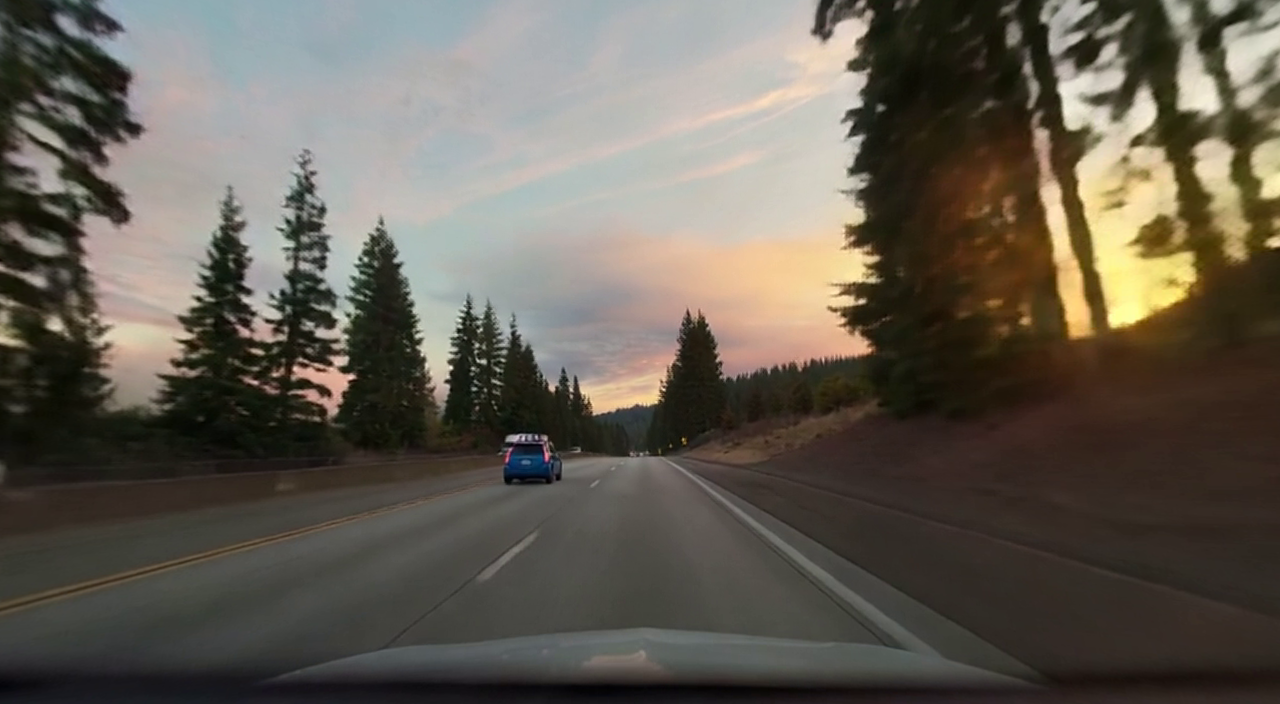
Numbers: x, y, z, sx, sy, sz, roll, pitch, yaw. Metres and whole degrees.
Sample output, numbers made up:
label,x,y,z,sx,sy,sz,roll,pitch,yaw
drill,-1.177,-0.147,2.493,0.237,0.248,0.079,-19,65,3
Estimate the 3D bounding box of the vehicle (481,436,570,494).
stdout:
label,x,y,z,sx,sy,sz,roll,pitch,yaw
vehicle,-3.739,3.753,21.382,2.084,1.752,4.479,0,-8,2
